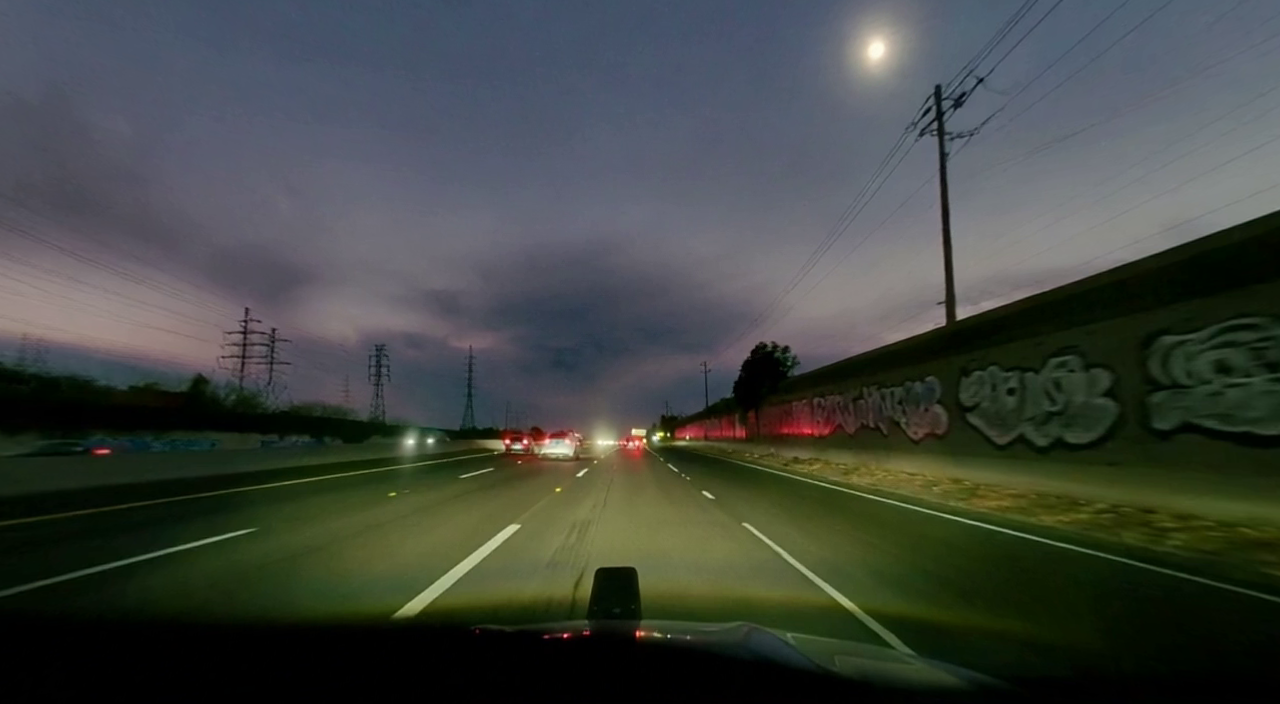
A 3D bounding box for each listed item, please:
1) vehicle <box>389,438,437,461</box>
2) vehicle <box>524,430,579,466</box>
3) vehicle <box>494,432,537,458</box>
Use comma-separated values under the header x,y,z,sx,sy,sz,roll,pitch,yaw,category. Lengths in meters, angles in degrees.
x,y,z,sx,sy,sz,roll,pitch,yaw,category
-16.107,6.878,44.882,1.929,1.531,4.100,0,-8,0,vehicle
-4.254,4.660,30.881,2.118,1.640,4.031,0,-8,0,vehicle
-8.185,6.137,41.764,2.033,1.615,4.168,0,-8,0,vehicle
